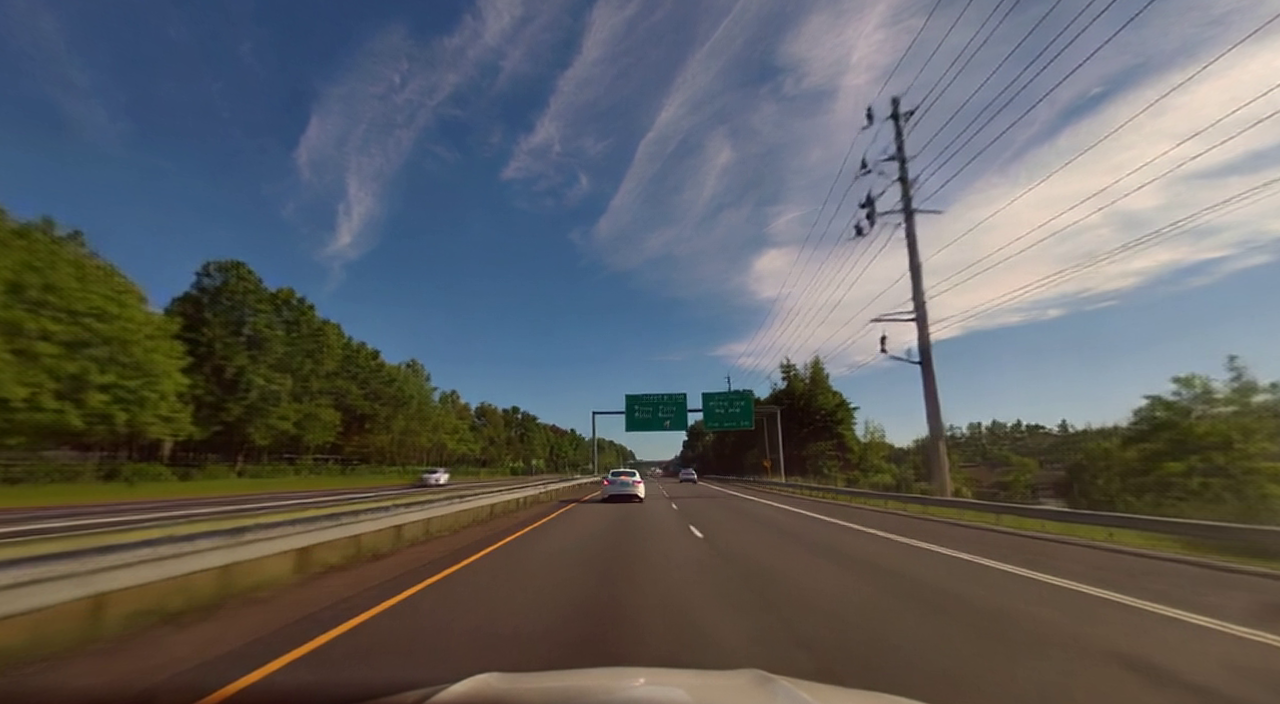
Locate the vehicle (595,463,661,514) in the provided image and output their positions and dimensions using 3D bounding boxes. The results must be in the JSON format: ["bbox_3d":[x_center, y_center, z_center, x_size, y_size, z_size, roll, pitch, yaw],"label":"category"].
[{"bbox_3d":[-0.364,4.471,20.959,1.987,1.480,3.786,1,-10,0],"label":"vehicle"}]
